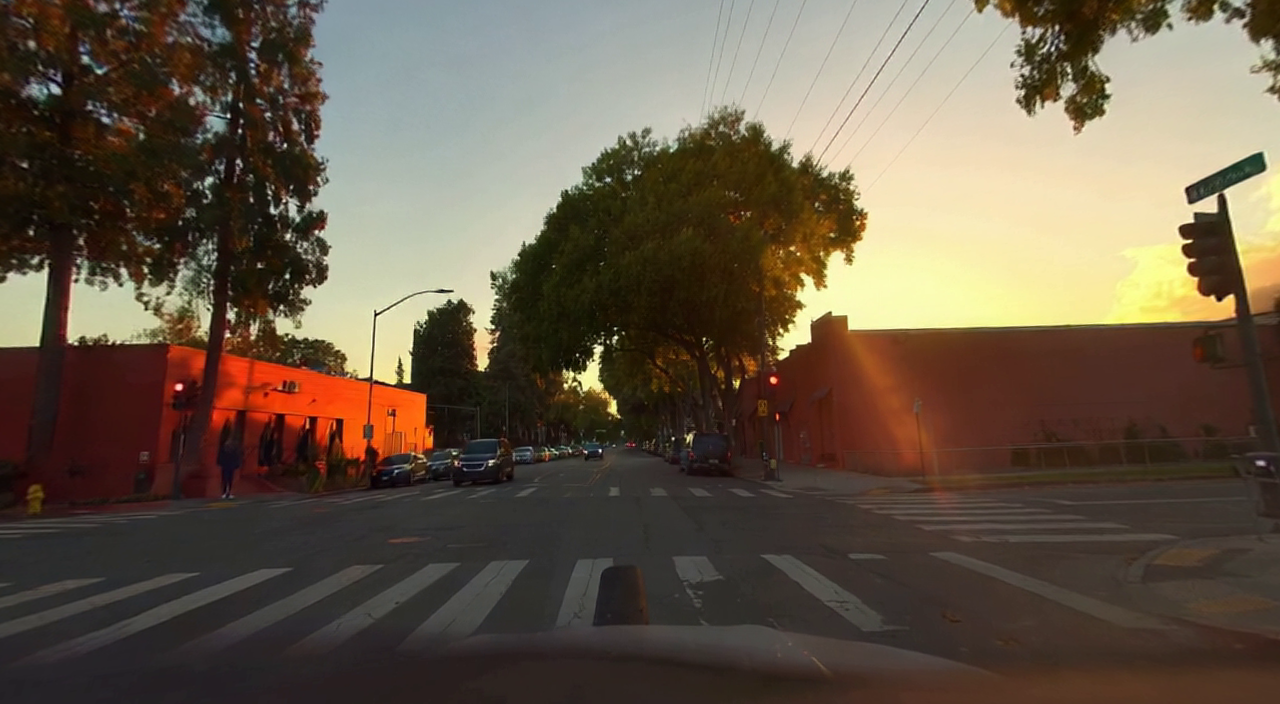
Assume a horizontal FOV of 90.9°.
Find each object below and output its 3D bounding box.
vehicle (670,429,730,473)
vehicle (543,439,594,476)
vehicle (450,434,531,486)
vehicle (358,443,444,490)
[{"bbox_3d":[3.101,5.313,34.064,2.557,2.188,5.164,1,-8,-2],"label":"vehicle"},{"bbox_3d":[-3.282,4.910,29.535,2.033,1.596,4.142,0,-8,-2],"label":"vehicle"},{"bbox_3d":[-5.950,4.349,25.737,2.242,1.887,4.924,0,-8,-2],"label":"vehicle"},{"bbox_3d":[-9.910,4.747,26.588,2.216,1.804,4.526,1,-8,-5],"label":"vehicle"}]
